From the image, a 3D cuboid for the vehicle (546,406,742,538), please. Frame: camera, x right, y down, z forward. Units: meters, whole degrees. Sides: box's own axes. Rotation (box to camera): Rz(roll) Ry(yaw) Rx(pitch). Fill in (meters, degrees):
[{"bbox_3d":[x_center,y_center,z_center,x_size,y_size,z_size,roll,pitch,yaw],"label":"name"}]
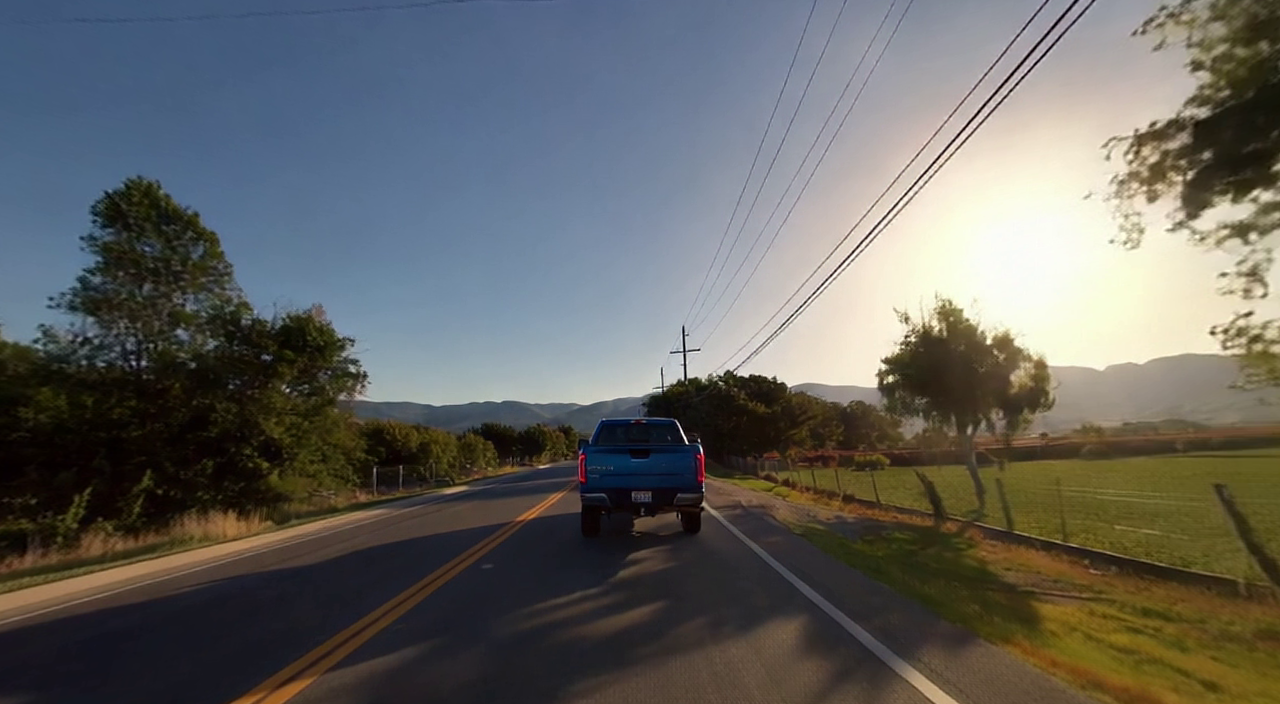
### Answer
[{"bbox_3d":[-0.008,2.138,11.987,2.774,1.861,5.885,0,-8,-1],"label":"vehicle"}]
